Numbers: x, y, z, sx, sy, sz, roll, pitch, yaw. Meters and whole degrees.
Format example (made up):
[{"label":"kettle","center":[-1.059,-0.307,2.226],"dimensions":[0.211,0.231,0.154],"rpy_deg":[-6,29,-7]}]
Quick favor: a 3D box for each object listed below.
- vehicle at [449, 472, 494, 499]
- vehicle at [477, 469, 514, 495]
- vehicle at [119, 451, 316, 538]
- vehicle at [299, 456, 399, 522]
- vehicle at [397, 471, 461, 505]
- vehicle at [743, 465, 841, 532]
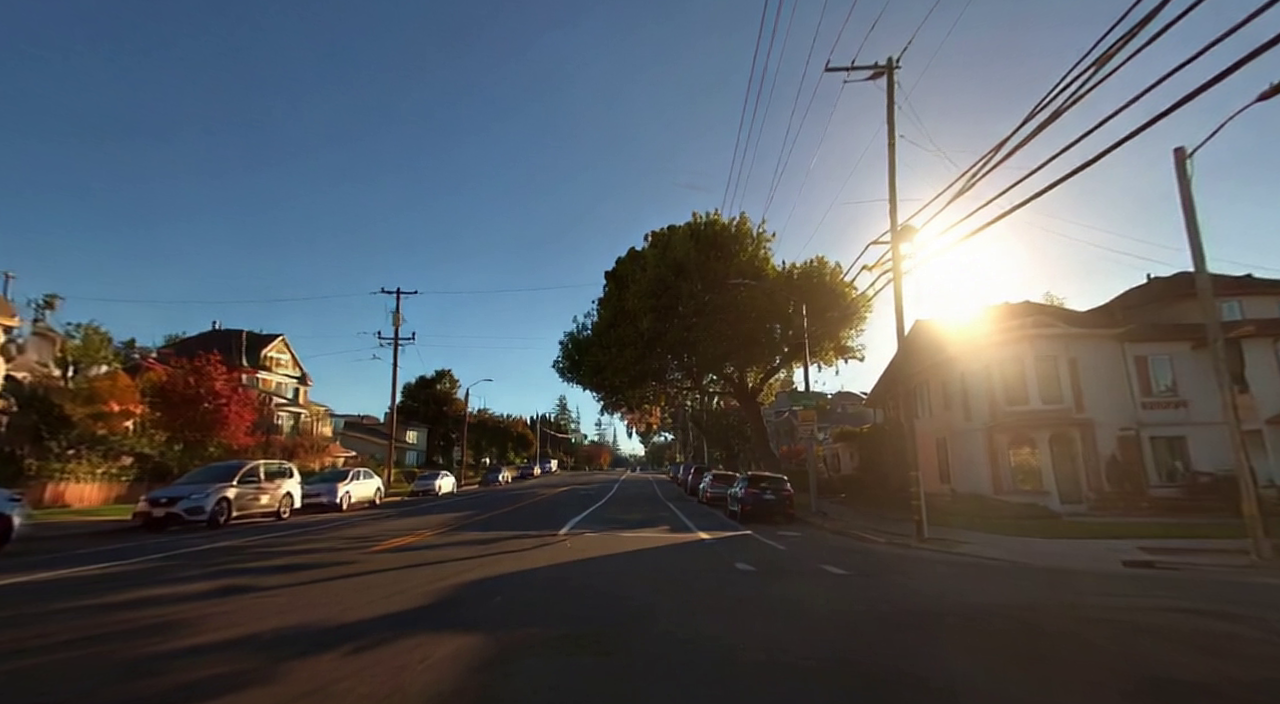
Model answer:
[{"label":"vehicle","center":[-11.351,9.016,42.909],"dimensions":[1.903,1.535,4.342],"rpy_deg":[0,-9,-1]},{"label":"vehicle","center":[-11.222,10.116,49.504],"dimensions":[1.948,1.777,4.546],"rpy_deg":[0,-9,-2]},{"label":"vehicle","center":[-11.096,3.702,17.171],"dimensions":[2.056,1.980,4.763],"rpy_deg":[0,-9,-1]},{"label":"vehicle","center":[-11.308,5.263,24.877],"dimensions":[1.926,1.998,4.447],"rpy_deg":[-4,-6,-1]},{"label":"vehicle","center":[-11.128,7.203,33.667],"dimensions":[2.051,1.520,4.374],"rpy_deg":[0,-9,-2]},{"label":"vehicle","center":[4.411,4.278,18.994],"dimensions":[1.867,1.680,4.176],"rpy_deg":[0,-9,0]}]
